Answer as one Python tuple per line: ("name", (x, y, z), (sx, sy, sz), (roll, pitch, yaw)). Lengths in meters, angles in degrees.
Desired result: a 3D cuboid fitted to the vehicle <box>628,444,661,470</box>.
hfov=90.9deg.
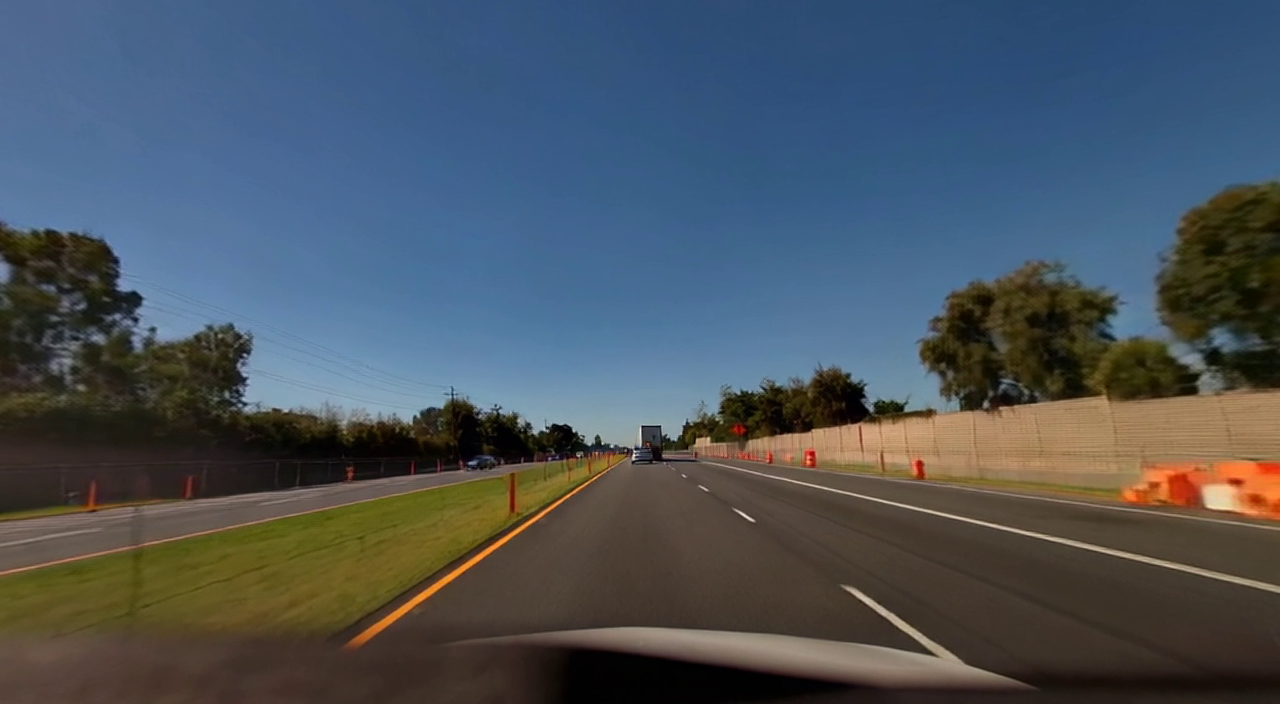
("vehicle", (0.250, 6.902, 41.500), (2.065, 1.573, 3.734), (0, -9, -1))
